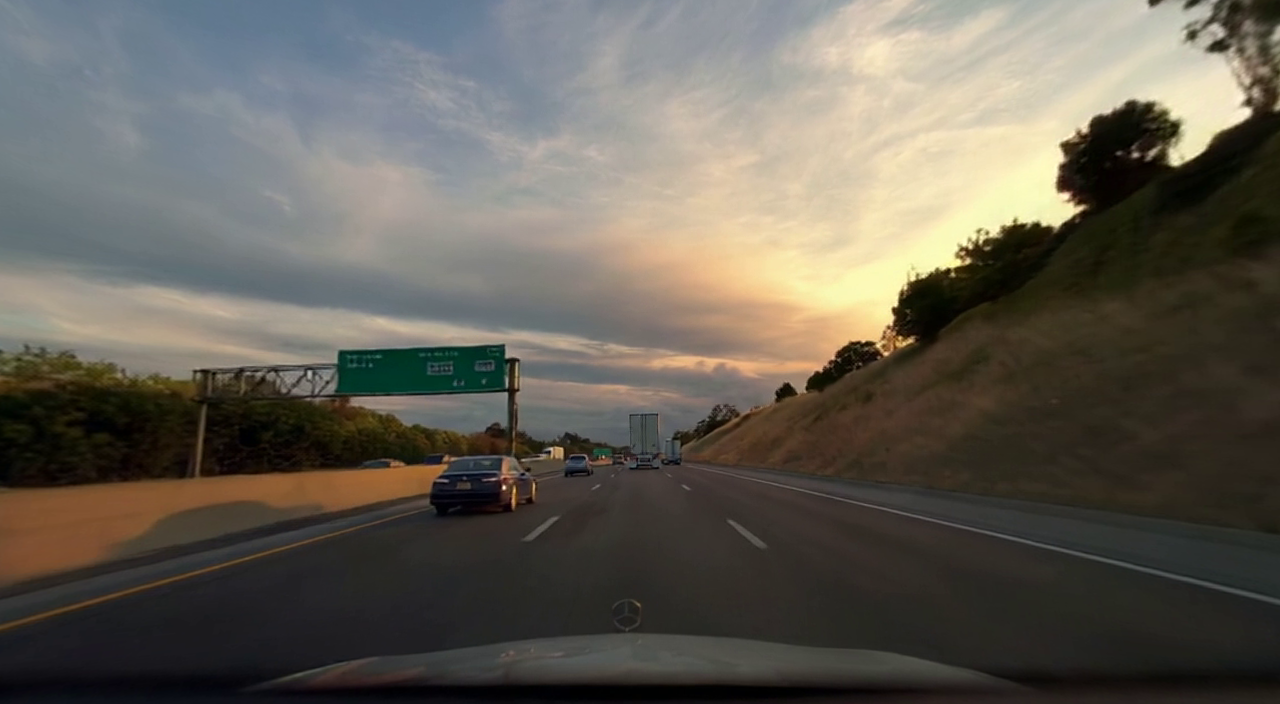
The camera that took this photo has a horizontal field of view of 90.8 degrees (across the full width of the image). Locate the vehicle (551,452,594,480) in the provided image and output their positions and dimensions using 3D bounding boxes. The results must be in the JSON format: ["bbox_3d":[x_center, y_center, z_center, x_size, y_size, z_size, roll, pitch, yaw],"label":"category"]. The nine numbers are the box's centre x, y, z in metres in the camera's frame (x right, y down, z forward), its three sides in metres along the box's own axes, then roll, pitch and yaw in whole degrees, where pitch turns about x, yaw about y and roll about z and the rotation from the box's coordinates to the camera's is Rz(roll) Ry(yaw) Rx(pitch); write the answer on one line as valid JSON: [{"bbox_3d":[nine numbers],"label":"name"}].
[{"bbox_3d":[-3.856,6.598,36.831,2.051,1.537,4.111,0,-9,0],"label":"vehicle"}]

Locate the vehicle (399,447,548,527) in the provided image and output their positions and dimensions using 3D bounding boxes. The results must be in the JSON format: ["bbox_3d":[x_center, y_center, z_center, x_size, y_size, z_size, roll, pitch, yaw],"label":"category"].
[{"bbox_3d":[-3.499,2.936,14.379,2.053,1.489,4.740,0,-9,1],"label":"vehicle"}]

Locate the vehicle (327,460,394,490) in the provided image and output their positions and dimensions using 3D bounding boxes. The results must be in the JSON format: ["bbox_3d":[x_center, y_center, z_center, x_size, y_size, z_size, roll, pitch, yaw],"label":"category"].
[{"bbox_3d":[-15.489,6.806,35.187,1.759,1.453,4.224,0,-9,0],"label":"vehicle"}]
